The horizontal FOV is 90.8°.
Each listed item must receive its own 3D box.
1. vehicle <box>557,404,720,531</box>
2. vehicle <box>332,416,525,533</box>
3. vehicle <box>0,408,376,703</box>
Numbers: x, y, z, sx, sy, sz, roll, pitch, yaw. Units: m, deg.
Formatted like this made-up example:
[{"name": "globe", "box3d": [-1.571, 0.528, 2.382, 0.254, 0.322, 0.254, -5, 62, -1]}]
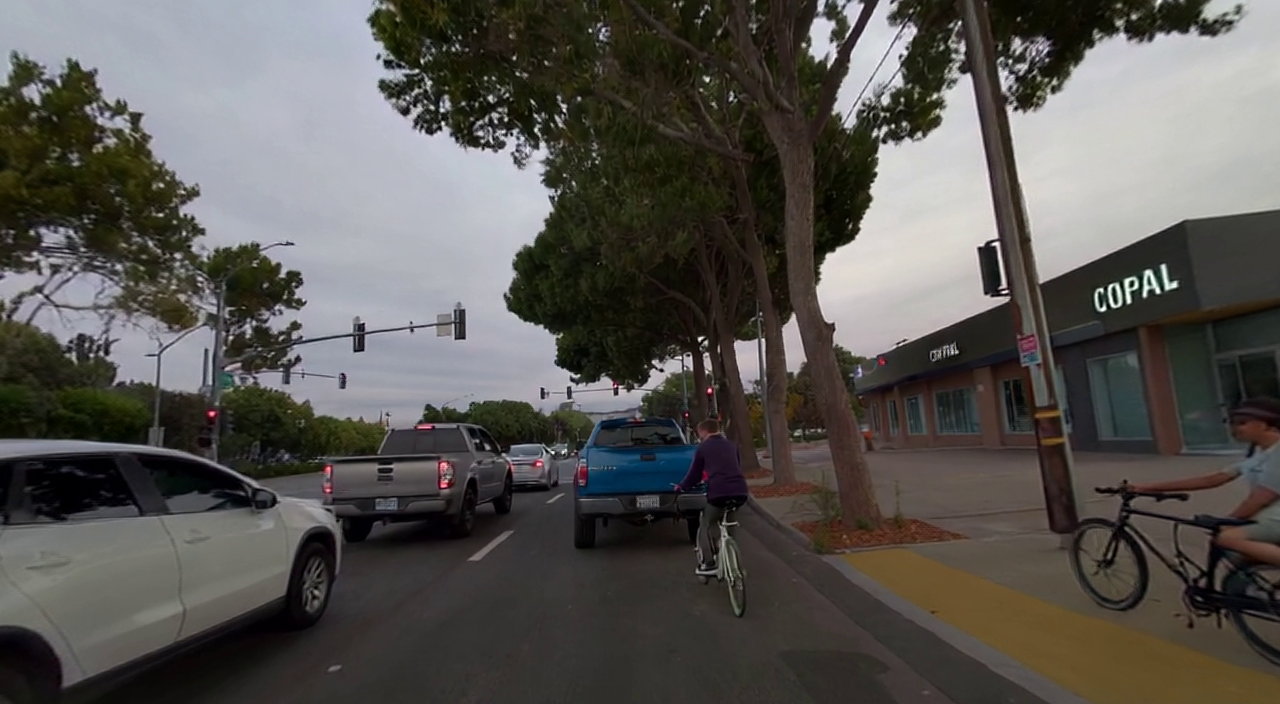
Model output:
[{"name": "vehicle", "box3d": [-0.074, 2.101, 12.025, 2.426, 1.882, 5.027, 0, -9, -1]}, {"name": "vehicle", "box3d": [-3.611, 2.196, 11.836, 2.046, 1.750, 4.452, 0, -9, 0]}, {"name": "vehicle", "box3d": [-3.572, 1.184, 3.875, 2.064, 1.486, 4.140, 0, -9, 1]}]
